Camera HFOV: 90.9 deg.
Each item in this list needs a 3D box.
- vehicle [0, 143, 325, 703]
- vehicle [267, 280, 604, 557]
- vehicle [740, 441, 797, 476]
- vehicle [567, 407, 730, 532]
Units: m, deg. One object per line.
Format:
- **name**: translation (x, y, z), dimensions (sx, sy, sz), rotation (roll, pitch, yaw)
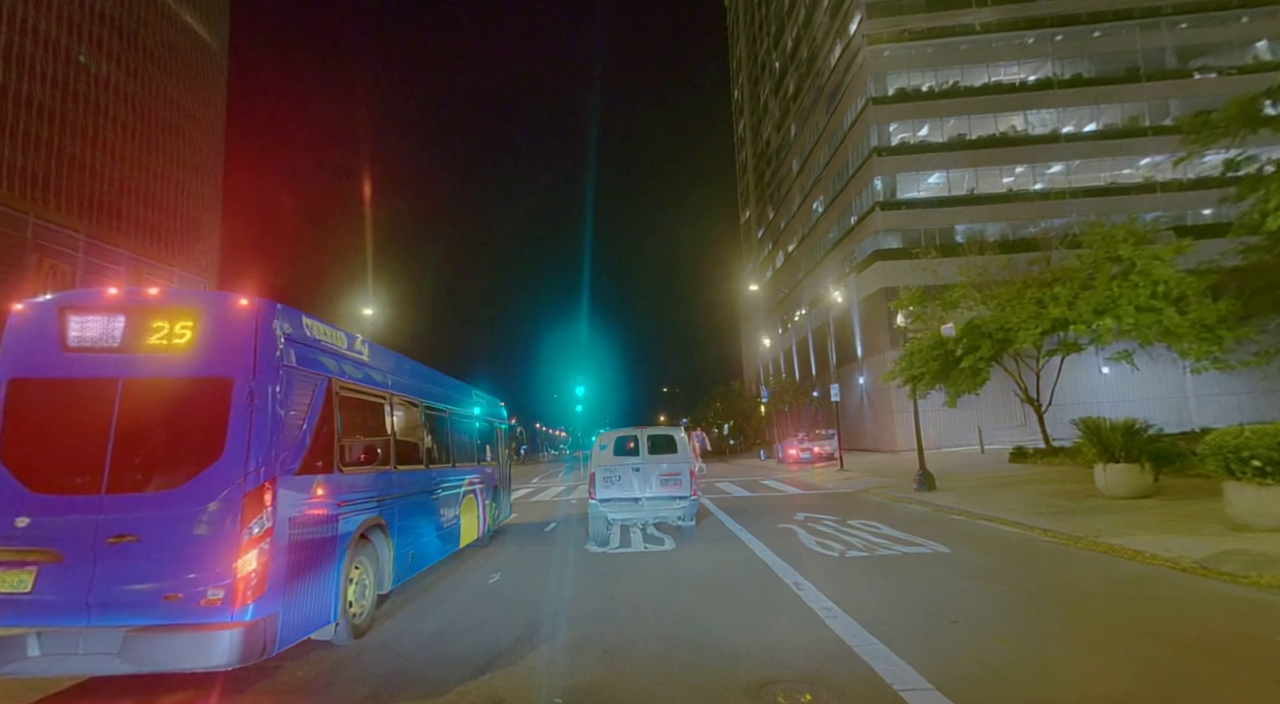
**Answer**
- **vehicle**: translation (-2.755, 0.337, 0.216), dimensions (2.329, 2.089, 5.659), rotation (0, -9, 0)
- **vehicle**: translation (-2.891, 1.802, 14.634), dimensions (3.042, 3.445, 13.615), rotation (0, -9, 1)
- **vehicle**: translation (6.124, 5.101, 30.475), dimensions (1.919, 1.529, 4.059), rotation (0, -9, 0)
- **vehicle**: translation (0.136, 2.136, 11.913), dimensions (2.500, 1.912, 4.270), rotation (0, -9, 0)
